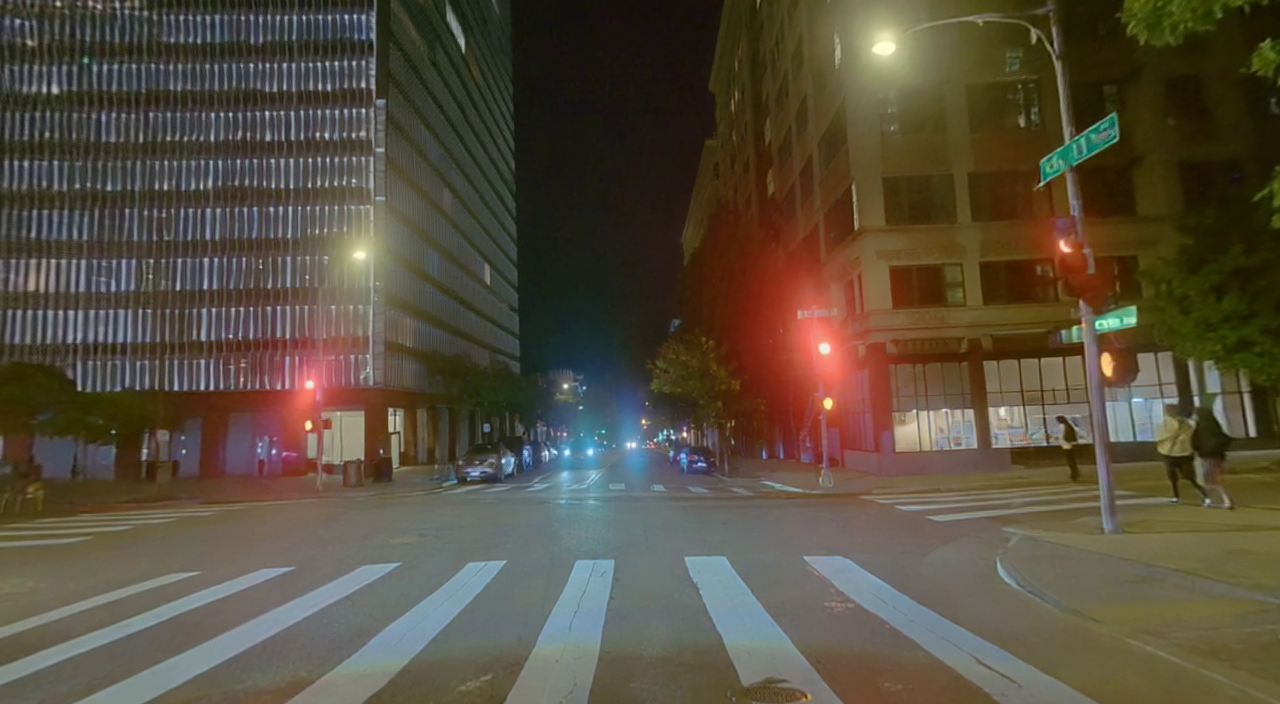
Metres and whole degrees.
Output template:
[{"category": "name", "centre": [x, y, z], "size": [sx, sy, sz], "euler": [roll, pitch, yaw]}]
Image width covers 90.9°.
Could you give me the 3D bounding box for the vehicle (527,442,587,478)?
[{"category": "vehicle", "centre": [-3.666, 4.846, 28.633], "size": [1.989, 1.481, 4.500], "euler": [0, -8, 1]}]

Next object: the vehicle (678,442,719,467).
[{"category": "vehicle", "centre": [3.544, 6.276, 38.857], "size": [1.853, 1.426, 4.160], "euler": [1, -8, -3]}]

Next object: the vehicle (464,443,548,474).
[{"category": "vehicle", "centre": [-8.020, 6.362, 38.015], "size": [4.526, 1.726, 1.963], "euler": [8, -12, -44]}]
